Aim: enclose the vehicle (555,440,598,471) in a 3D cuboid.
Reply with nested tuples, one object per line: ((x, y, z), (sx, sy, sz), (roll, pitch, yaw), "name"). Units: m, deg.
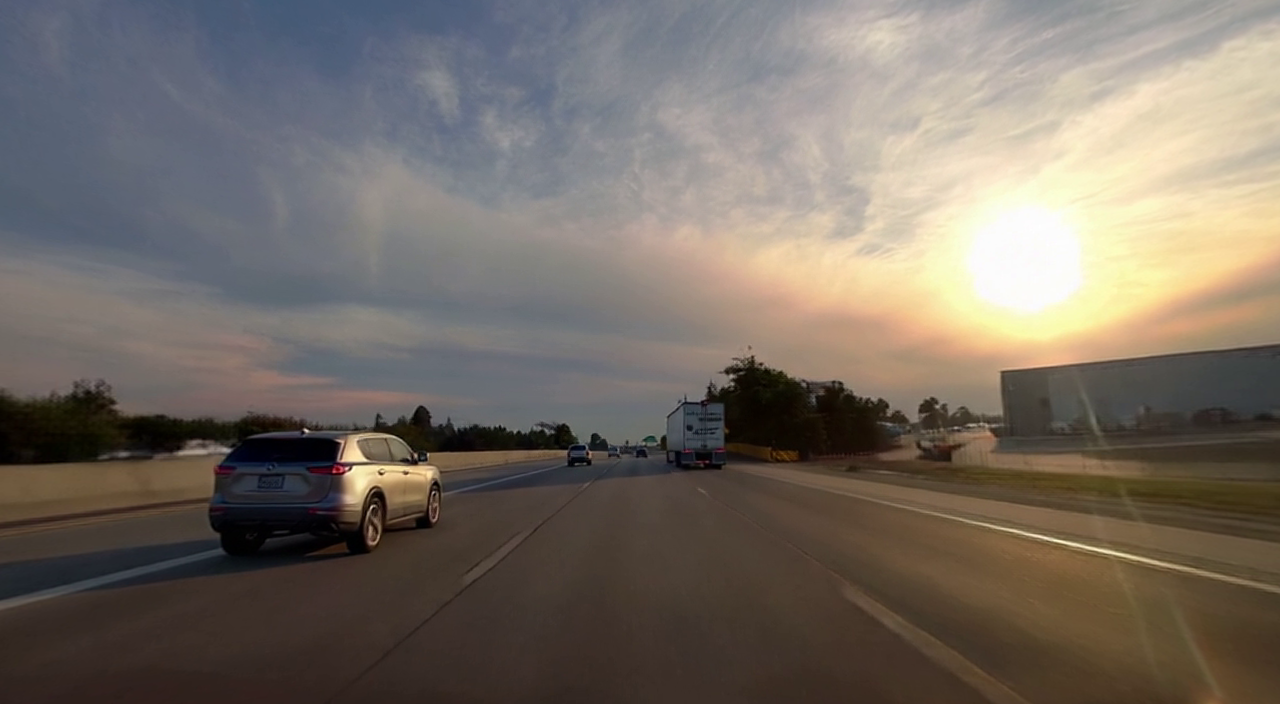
((-3.771, 6.288, 38.253), (2.139, 1.716, 4.530), (0, -9, 0), "vehicle")

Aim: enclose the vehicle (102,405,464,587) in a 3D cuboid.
((-4.169, 1.773, 8.569), (2.202, 1.760, 4.617), (0, -9, 0), "vehicle")

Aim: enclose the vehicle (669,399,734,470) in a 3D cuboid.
((4.053, 6.068, 45.179), (2.998, 4.236, 13.886), (0, -9, -1), "vehicle")
